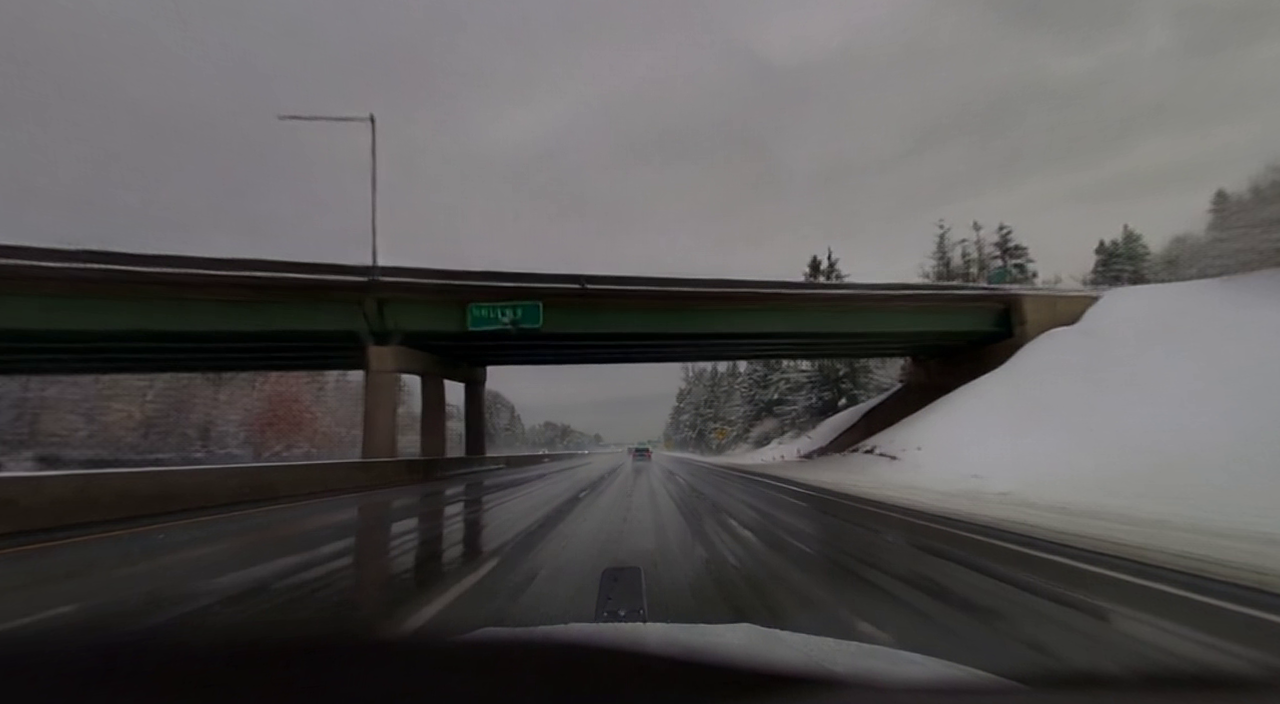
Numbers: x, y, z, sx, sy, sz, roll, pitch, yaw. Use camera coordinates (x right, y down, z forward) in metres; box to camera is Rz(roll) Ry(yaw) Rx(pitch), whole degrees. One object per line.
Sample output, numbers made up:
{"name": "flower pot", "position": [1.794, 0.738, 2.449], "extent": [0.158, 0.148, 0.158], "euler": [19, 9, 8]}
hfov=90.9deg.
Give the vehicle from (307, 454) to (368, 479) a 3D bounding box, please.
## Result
{"name": "vehicle", "position": [-19.419, 7.349, 40.685], "extent": [1.798, 1.458, 4.213], "euler": [0, -9, 1]}
